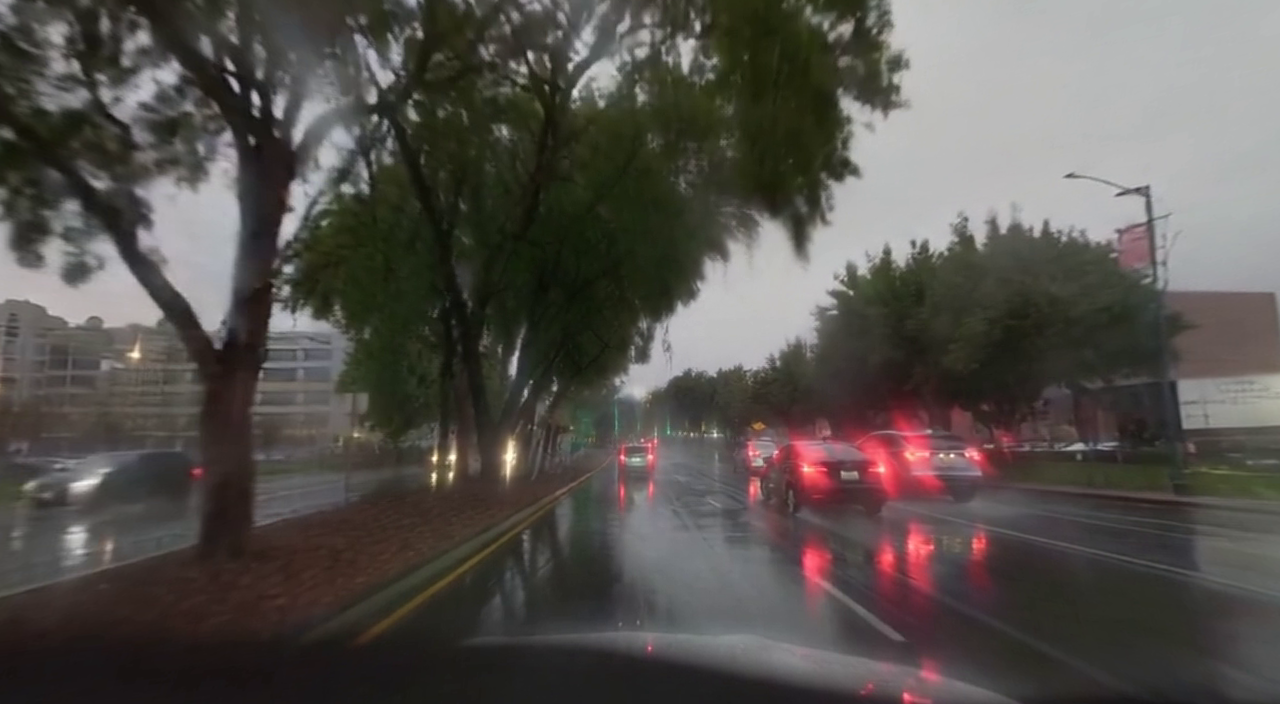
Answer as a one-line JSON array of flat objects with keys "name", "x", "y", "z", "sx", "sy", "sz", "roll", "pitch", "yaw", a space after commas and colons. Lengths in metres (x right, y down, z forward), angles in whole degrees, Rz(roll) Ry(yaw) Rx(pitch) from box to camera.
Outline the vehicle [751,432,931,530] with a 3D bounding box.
[{"name": "vehicle", "x": 3.421, "y": 2.285, "z": 11.736, "sx": 1.858, "sy": 1.466, "sz": 4.230, "roll": 0, "pitch": -9, "yaw": -1}]

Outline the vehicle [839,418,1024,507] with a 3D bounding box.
[{"name": "vehicle", "x": 6.773, "y": 2.636, "z": 15.418, "sx": 2.134, "sy": 1.810, "sz": 4.590, "roll": 0, "pitch": -9, "yaw": -2}]

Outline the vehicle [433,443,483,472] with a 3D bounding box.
[{"name": "vehicle", "x": -12.256, "y": 7.142, "z": 42.826, "sx": 2.049, "sy": 1.824, "sz": 4.608, "roll": 0, "pitch": -9, "yaw": 0}]

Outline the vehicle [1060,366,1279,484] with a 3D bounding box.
[{"name": "vehicle", "x": 18.981, "y": 2.383, "z": 20.428, "sx": 8.476, "sy": 3.508, "sz": 3.062, "roll": 0, "pitch": -9, "yaw": -1}]

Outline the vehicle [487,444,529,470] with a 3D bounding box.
[{"name": "vehicle", "x": -8.937, "y": 7.152, "z": 43.044, "sx": 1.901, "sy": 1.655, "sz": 4.250, "roll": 0, "pitch": -9, "yaw": 0}]

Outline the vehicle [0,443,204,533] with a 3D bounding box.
[{"name": "vehicle", "x": -12.448, "y": 2.931, "z": 14.304, "sx": 1.954, "sy": 1.689, "sz": 4.443, "roll": 0, "pitch": -9, "yaw": 0}]

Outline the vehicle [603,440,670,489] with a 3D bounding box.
[{"name": "vehicle", "x": -0.143, "y": 3.673, "z": 20.925, "sx": 1.994, "sy": 1.479, "sz": 3.647, "roll": 0, "pitch": -9, "yaw": -1}]

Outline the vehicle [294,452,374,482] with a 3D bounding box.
[{"name": "vehicle", "x": -16.434, "y": 6.186, "z": 34.270, "sx": 1.983, "sy": 1.477, "sz": 4.702, "roll": 0, "pitch": -9, "yaw": 0}]
